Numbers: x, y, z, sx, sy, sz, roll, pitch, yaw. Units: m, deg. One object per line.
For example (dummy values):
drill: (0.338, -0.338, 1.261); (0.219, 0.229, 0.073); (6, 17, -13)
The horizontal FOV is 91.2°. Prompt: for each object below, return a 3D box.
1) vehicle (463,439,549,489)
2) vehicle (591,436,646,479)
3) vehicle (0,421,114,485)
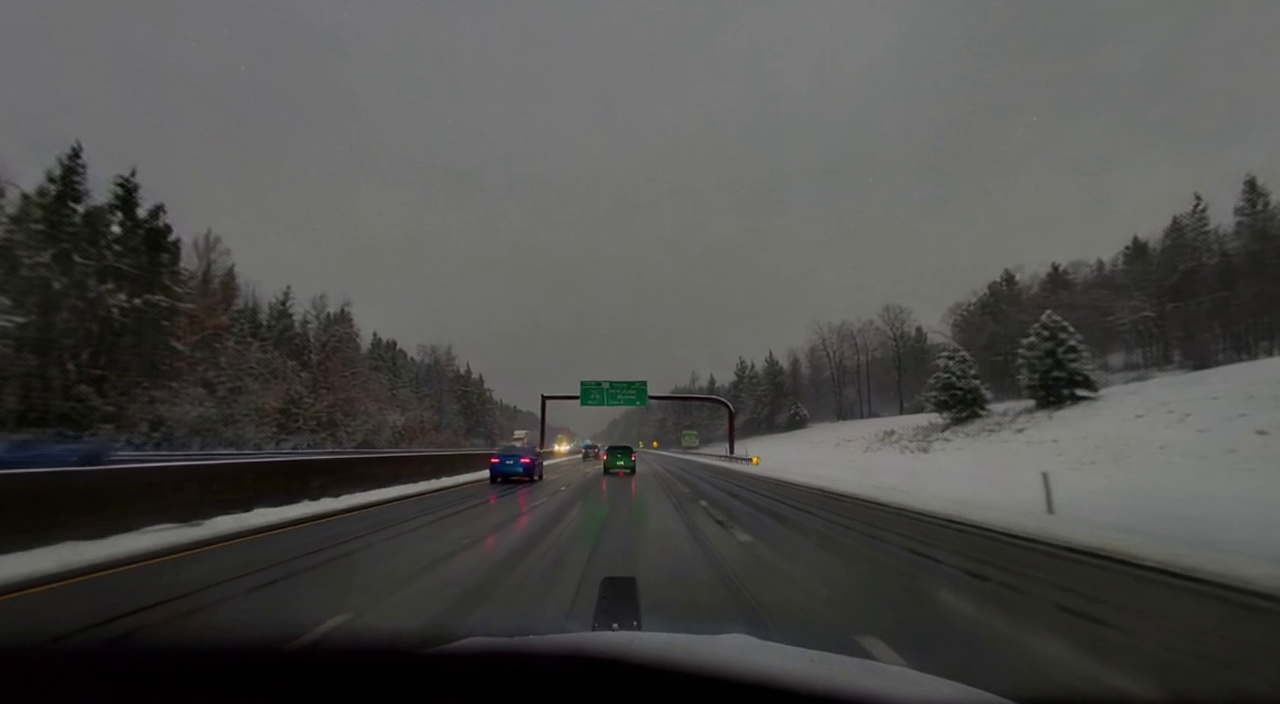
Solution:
vehicle: (-4.728, 4.030, 22.922); (2.103, 1.588, 4.709); (-1, -9, 0)
vehicle: (-0.898, 4.646, 27.673); (2.220, 1.711, 4.056); (0, -9, -1)
vehicle: (-17.200, 2.766, 17.097); (1.987, 1.594, 4.249); (-1, -9, 0)
